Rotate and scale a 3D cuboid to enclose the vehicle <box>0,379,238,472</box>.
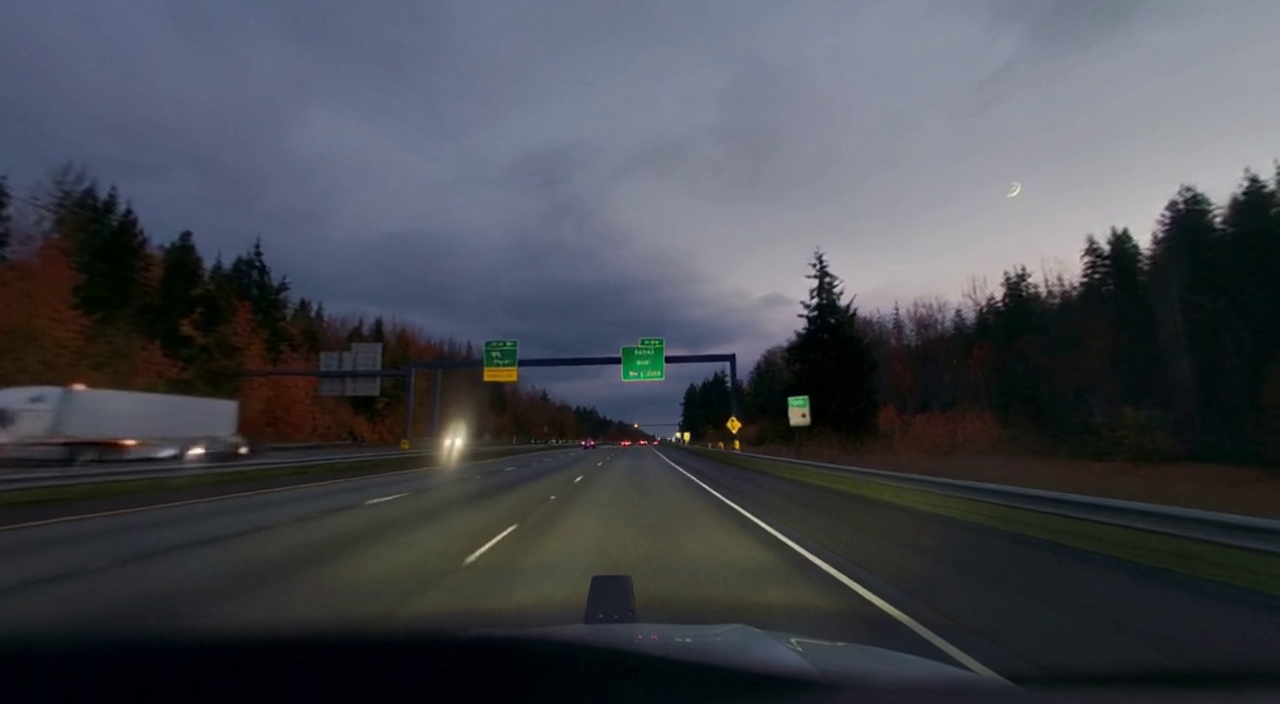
[{"bbox_3d":[-28.474,4.201,34.909,2.947,4.109,14.168,0,-8,0],"label":"vehicle"}]

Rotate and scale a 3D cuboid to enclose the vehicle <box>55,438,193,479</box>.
[{"bbox_3d":[-20.751,4.263,25.563,1.861,1.481,4.380,0,-8,0],"label":"vehicle"}]
